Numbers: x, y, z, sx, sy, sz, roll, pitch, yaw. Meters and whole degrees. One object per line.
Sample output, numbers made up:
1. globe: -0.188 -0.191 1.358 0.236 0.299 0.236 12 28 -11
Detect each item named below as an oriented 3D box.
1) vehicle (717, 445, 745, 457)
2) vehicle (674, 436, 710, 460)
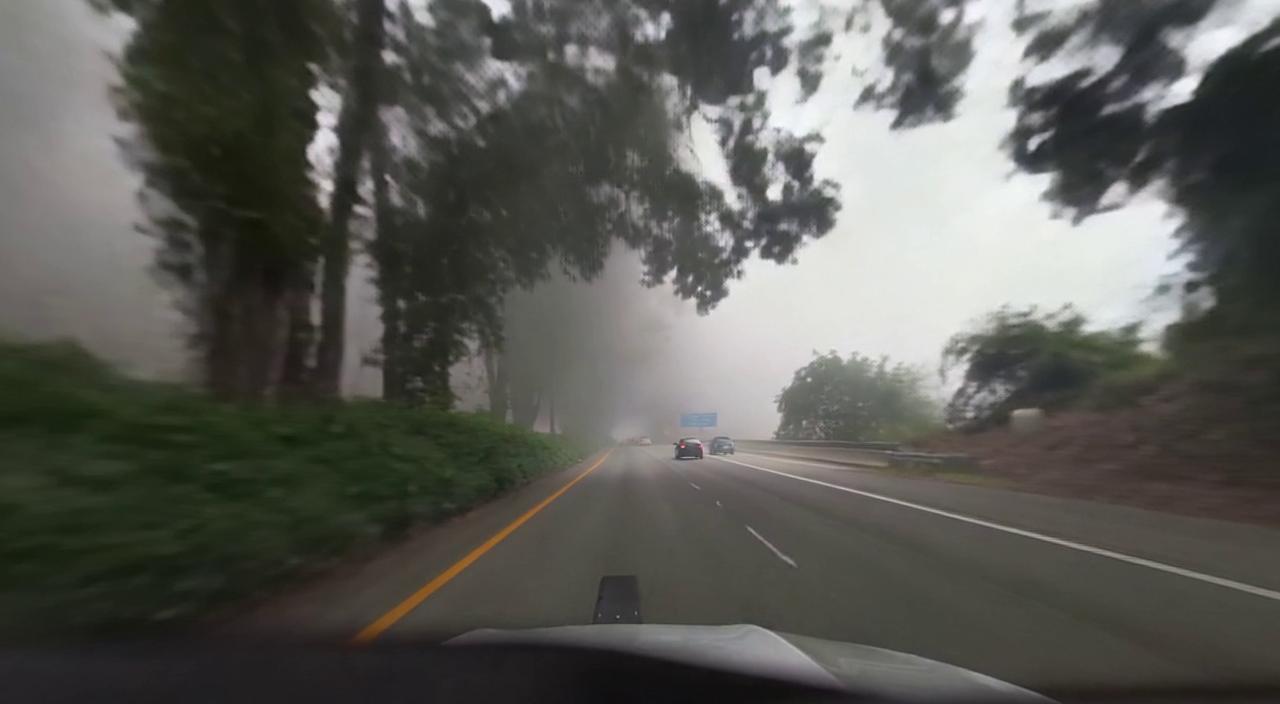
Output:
1. vehicle: 6.875 7.502 47.852 1.535 0.862 2.814 0 -8 -4
2. vehicle: 3.250 6.110 40.263 1.819 1.468 3.770 0 -8 -3
